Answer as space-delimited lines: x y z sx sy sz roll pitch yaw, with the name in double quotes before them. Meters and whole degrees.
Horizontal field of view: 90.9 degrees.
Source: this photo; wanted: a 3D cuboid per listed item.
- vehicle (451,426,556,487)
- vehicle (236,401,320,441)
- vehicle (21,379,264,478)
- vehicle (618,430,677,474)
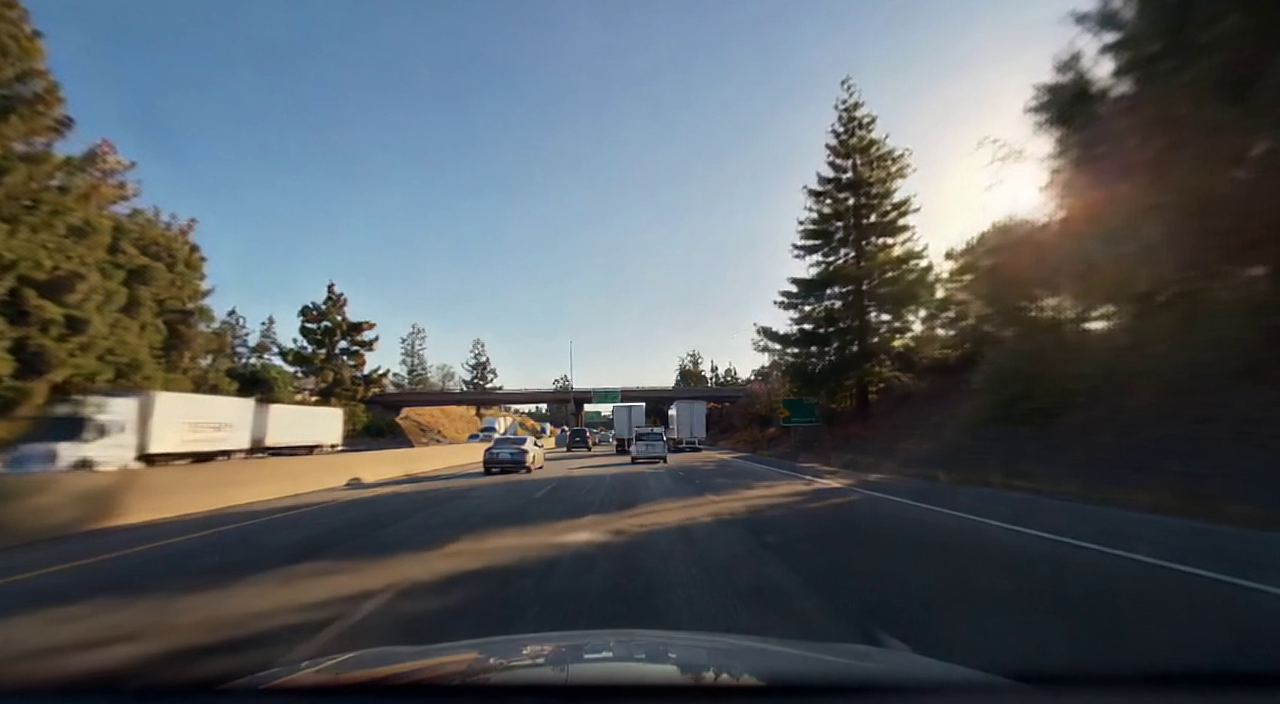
"vehicle" -3.724 2.935 18.142 1.979 1.527 4.754 0 -8 0
"vehicle" -21.433 4.131 37.603 2.198 2.105 4.804 -2 -7 0
"vehicle" -21.224 3.478 28.139 3.038 3.631 9.794 0 -8 -2
"vehicle" 0.213 3.717 23.735 2.059 1.522 3.693 0 -8 -1
